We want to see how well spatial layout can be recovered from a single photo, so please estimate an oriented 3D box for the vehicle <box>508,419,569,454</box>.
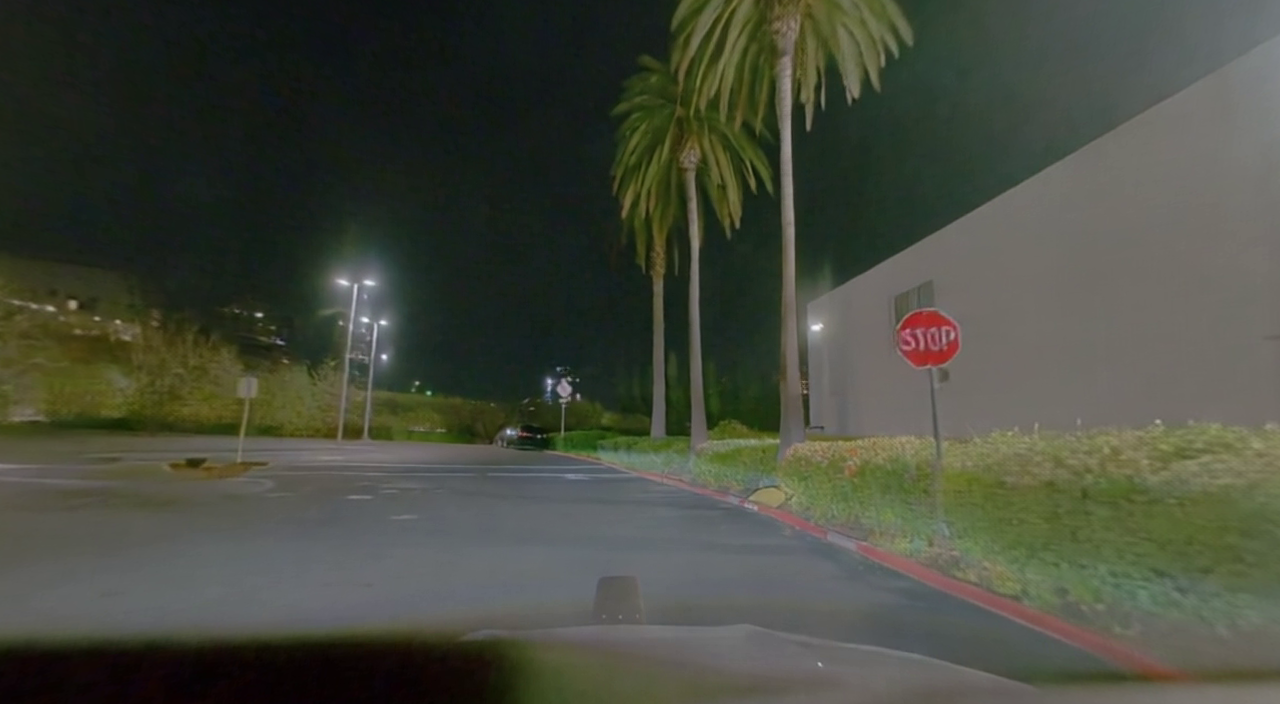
[{"bbox_3d":[-5.392,4.481,33.155,2.071,1.700,4.367,3,-9,-23],"label":"vehicle"}]
